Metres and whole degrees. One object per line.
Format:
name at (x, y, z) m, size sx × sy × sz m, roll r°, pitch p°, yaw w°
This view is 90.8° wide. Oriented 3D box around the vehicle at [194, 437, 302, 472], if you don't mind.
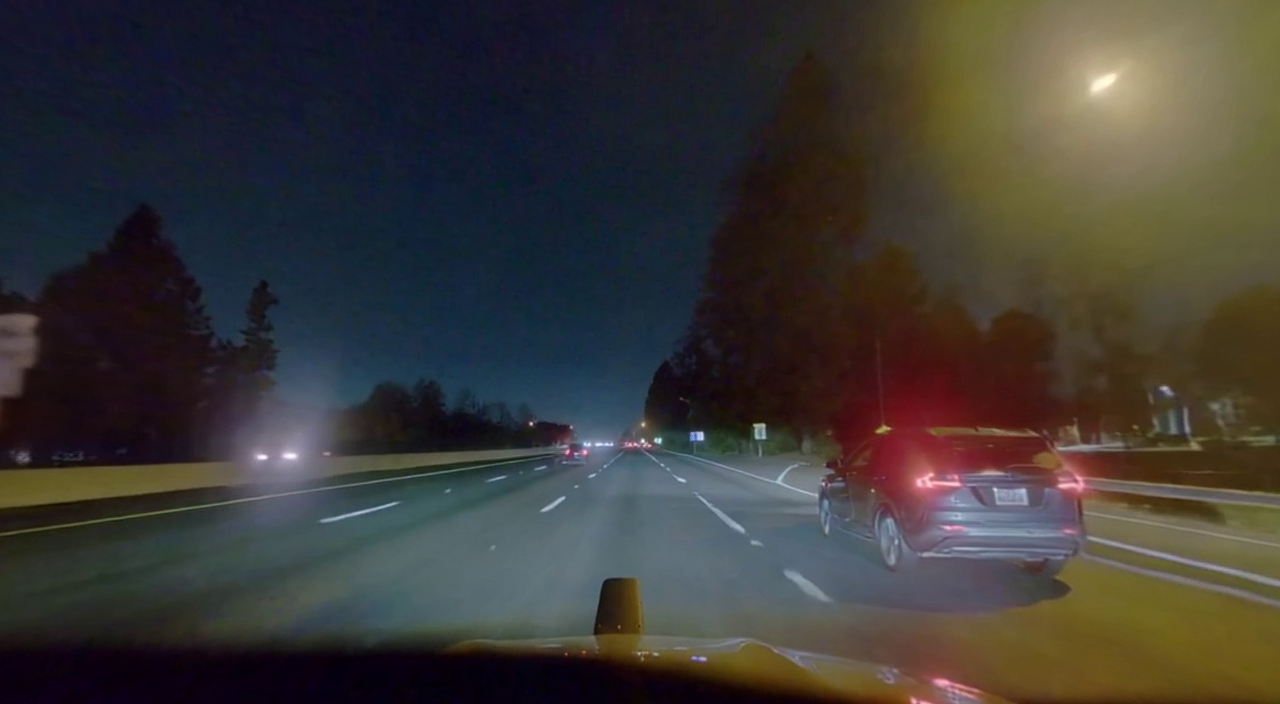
vehicle at (-21.215, 5.582, 34.593) m, size 2.128 × 1.757 × 5.776 m, roll 0°, pitch -8°, yaw 1°
